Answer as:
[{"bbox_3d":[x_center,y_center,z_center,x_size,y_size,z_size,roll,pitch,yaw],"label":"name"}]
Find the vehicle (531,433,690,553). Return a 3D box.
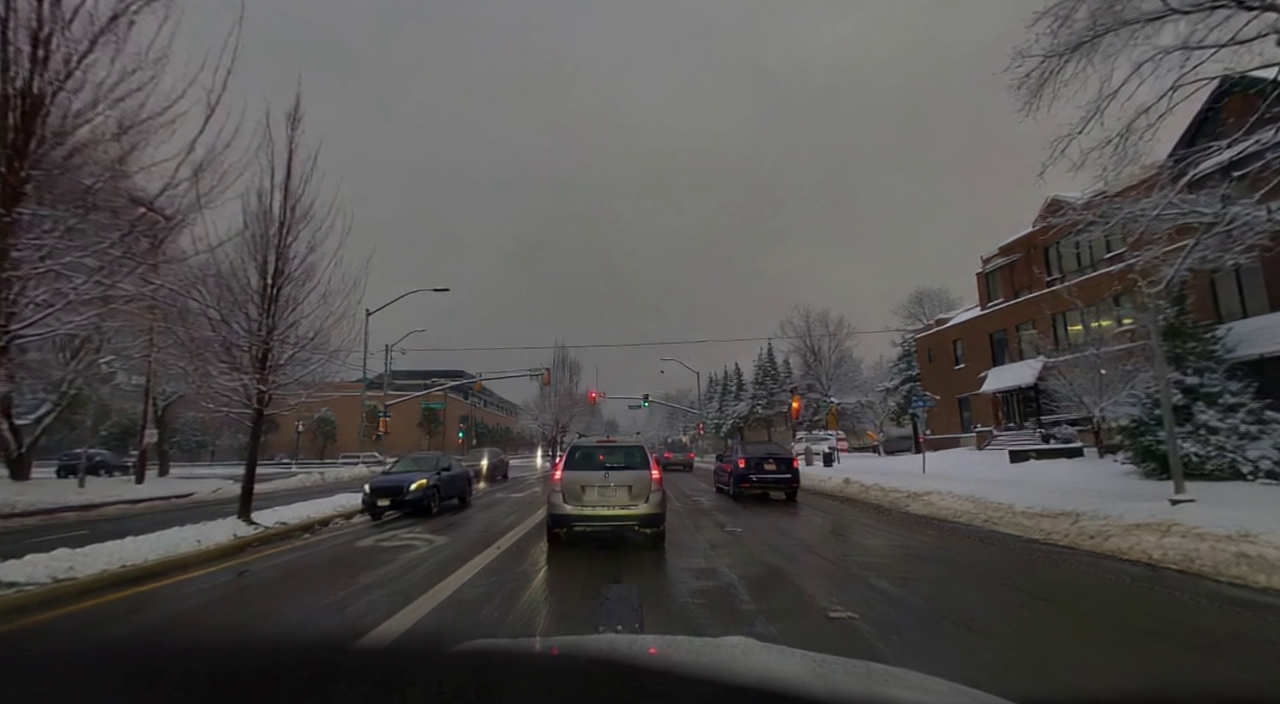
[{"bbox_3d":[-0.415,2.049,9.811,2.006,1.487,3.535,0,-9,-1],"label":"vehicle"}]

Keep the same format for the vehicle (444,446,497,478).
[{"bbox_3d":[-8.772,5.710,33.053,1.824,1.513,4.254,0,-9,-3],"label":"vehicle"}]

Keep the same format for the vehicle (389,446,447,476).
[{"bbox_3d":[-13.420,6.592,38.432,1.985,1.689,4.461,0,-9,-2],"label":"vehicle"}]

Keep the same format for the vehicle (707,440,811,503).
[{"bbox_3d":[3.108,3.201,17.395,1.910,1.474,4.263,0,-9,-2],"label":"vehicle"}]
